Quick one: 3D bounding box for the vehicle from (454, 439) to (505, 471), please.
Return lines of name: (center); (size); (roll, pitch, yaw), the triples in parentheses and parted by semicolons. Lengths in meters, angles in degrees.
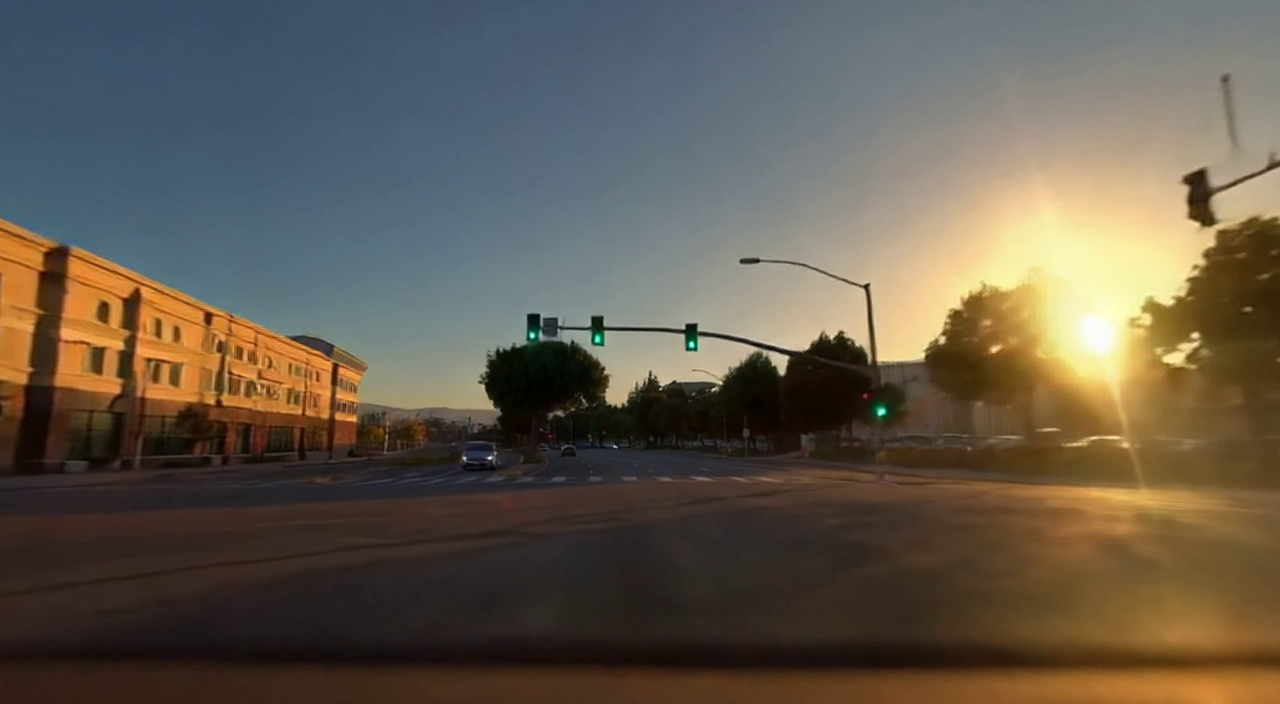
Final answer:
vehicle: (-9.647, 6.235, 38.338); (2.175, 1.795, 4.640); (0, -8, -4)
